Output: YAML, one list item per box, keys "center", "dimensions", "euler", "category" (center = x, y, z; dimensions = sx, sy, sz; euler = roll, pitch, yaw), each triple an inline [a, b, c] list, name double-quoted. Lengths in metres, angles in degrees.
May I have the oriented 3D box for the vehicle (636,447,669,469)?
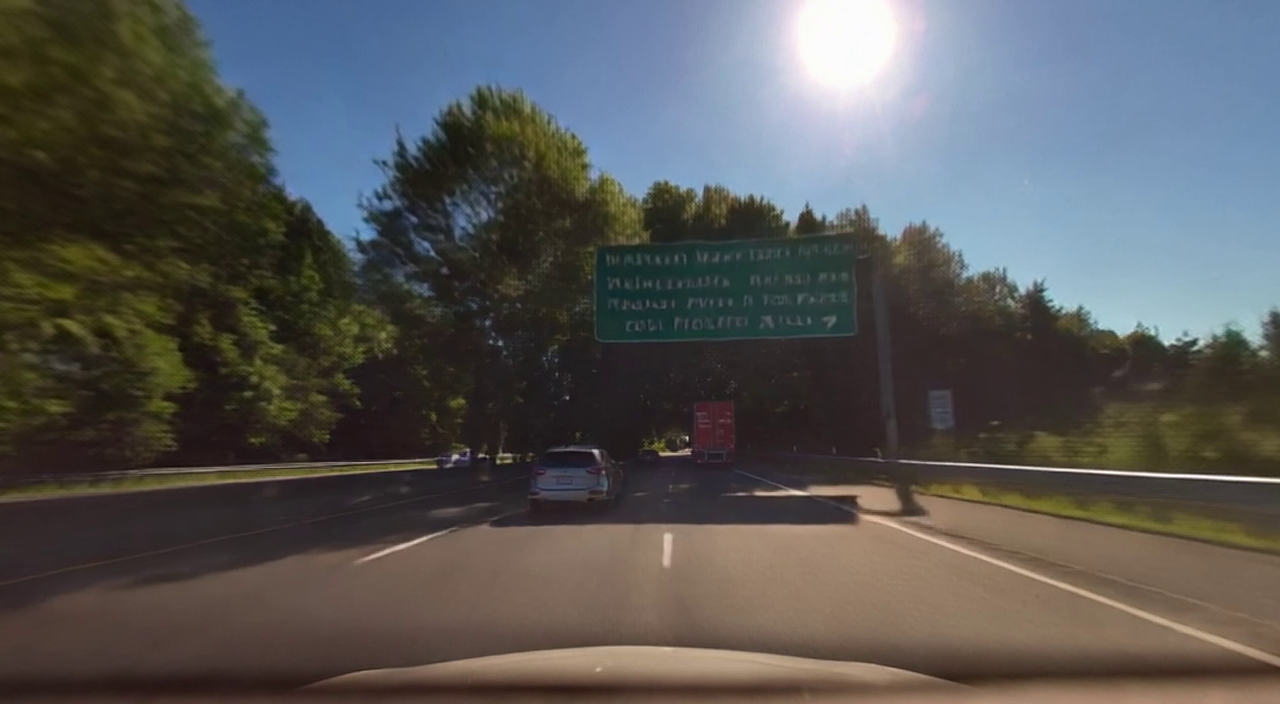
- center: [0.915, 7.317, 43.499]
  dimensions: [2.045, 1.430, 3.951]
  euler: [-1, -9, 4]
  category: "vehicle"

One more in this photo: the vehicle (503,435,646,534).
- center: [-1.020, 2.459, 12.305]
  dimensions: [2.039, 1.532, 4.610]
  euler: [-1, -9, 3]
  category: "vehicle"

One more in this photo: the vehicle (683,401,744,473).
- center: [4.629, 5.905, 42.611]
  dimensions: [2.960, 4.018, 13.834]
  euler: [0, -9, 2]
  category: "vehicle"
